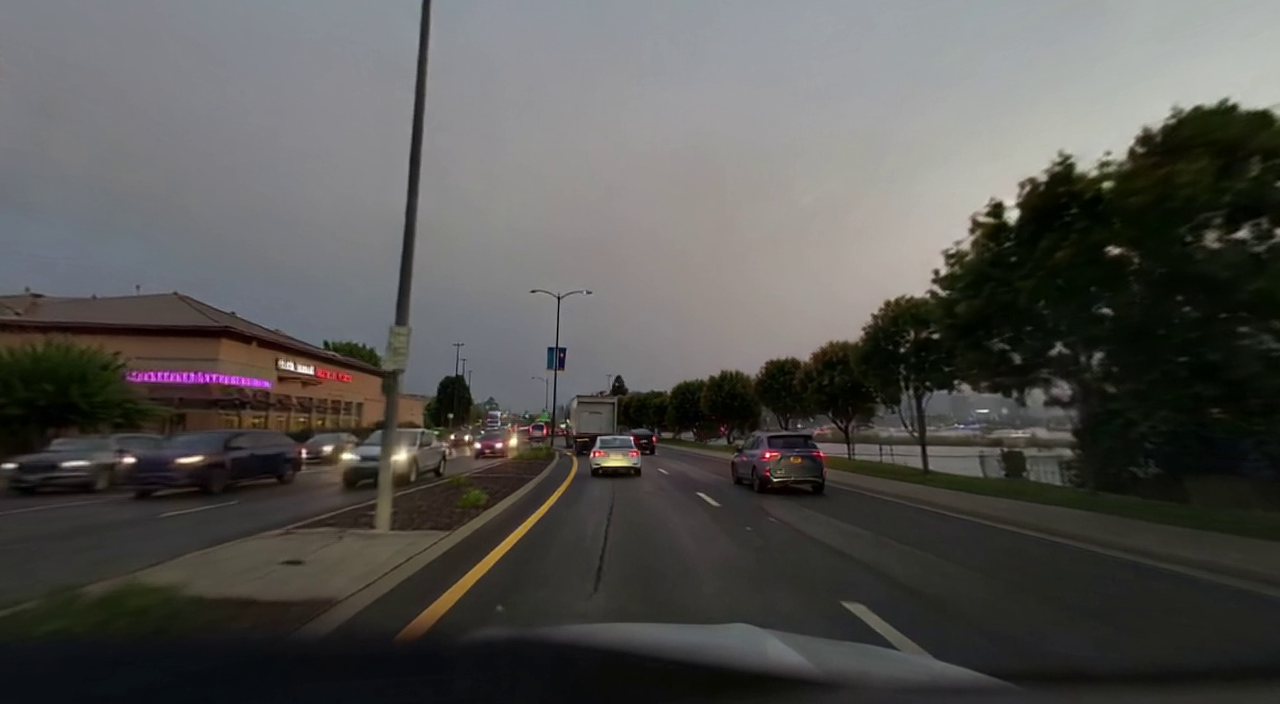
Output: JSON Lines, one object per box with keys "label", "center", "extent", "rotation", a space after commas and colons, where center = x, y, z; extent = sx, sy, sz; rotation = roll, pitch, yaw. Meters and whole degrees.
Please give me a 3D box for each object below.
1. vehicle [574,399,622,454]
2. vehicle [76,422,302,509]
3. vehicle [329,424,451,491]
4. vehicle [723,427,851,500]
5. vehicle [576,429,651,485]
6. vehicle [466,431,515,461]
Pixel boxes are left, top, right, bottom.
{"label": "vehicle", "center": [-3.068, 5.253, 43.973], "extent": [2.917, 3.482, 6.946], "rotation": [1, -8, -7]}
{"label": "vehicle", "center": [-9.837, 2.474, 14.312], "extent": [2.091, 1.642, 4.299], "rotation": [0, -8, -3]}
{"label": "vehicle", "center": [-6.768, 2.871, 17.578], "extent": [1.966, 1.616, 4.038], "rotation": [1, -8, -4]}
{"label": "vehicle", "center": [3.310, 2.568, 15.012], "extent": [1.889, 1.480, 3.876], "rotation": [1, -8, -4]}
{"label": "vehicle", "center": [-0.839, 3.029, 18.600], "extent": [1.991, 1.472, 3.518], "rotation": [1, -8, -4]}
{"label": "vehicle", "center": [-8.229, 5.177, 35.033], "extent": [2.007, 1.532, 4.266], "rotation": [1, -8, -5]}
